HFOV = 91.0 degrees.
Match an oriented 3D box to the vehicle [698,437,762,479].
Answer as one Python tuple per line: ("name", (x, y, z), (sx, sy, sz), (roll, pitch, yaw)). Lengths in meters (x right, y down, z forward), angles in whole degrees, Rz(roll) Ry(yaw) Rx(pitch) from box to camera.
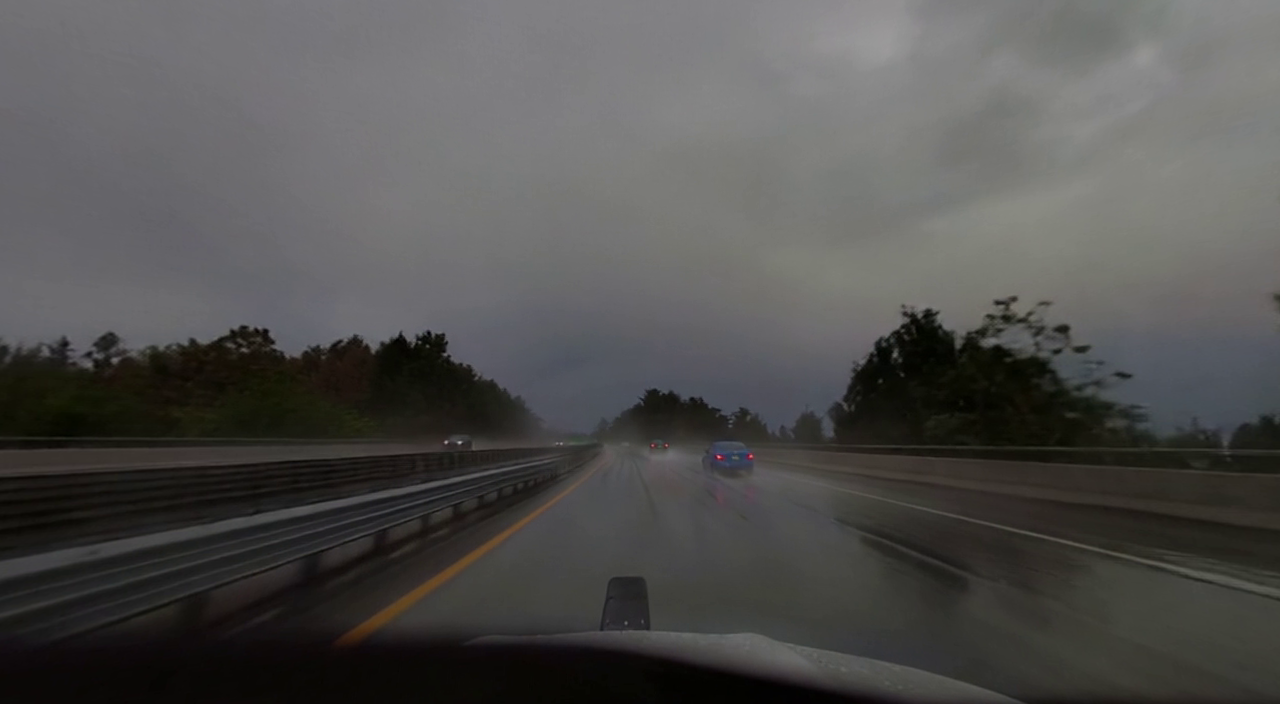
("vehicle", (3.529, 4.217, 25.233), (1.945, 1.538, 3.729), (0, -8, -1))
